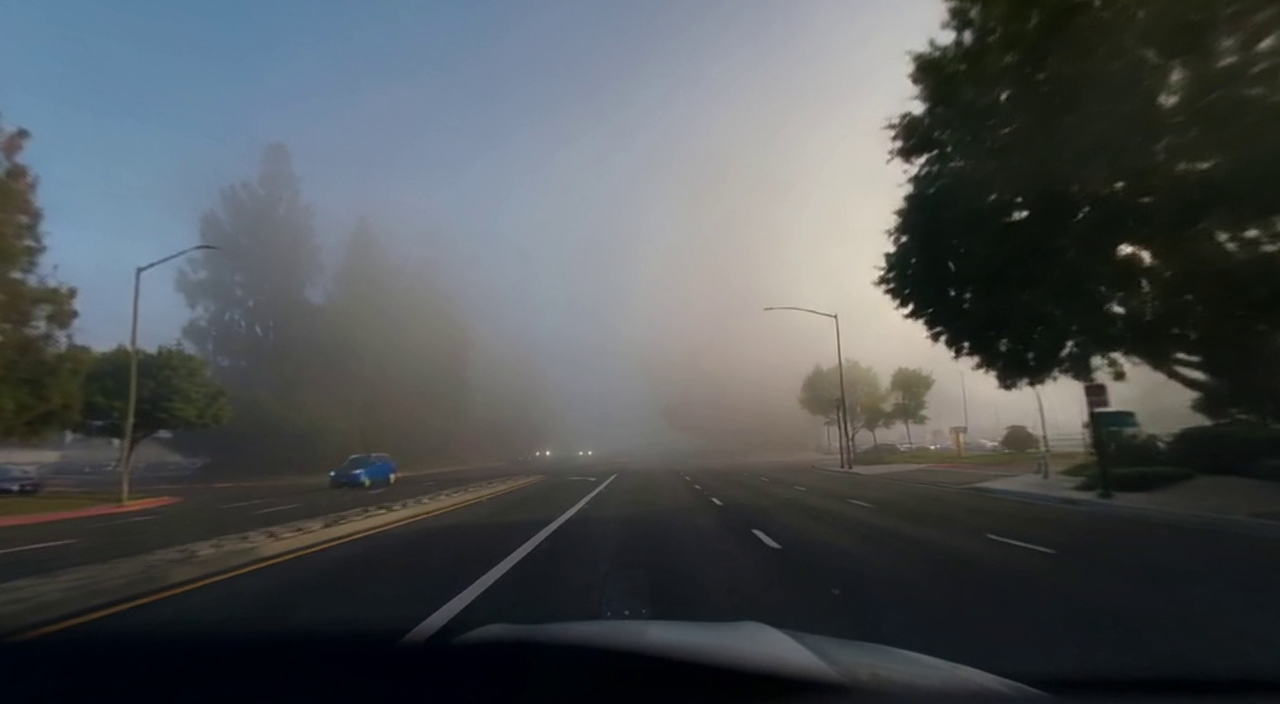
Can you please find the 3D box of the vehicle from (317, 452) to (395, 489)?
[{"bbox_3d":[-14.831,6.172,33.224,1.983,1.725,4.359,0,-8,1],"label":"vehicle"}]

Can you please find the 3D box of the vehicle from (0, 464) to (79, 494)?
[{"bbox_3d":[-41.002,8.399,41.702,5.288,1.786,2.076,2,-9,-15],"label":"vehicle"}]

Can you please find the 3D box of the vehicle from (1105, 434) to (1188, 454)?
[{"bbox_3d":[39.390,7.185,49.122,1.790,1.416,4.627,5,-10,-32],"label":"vehicle"}]
